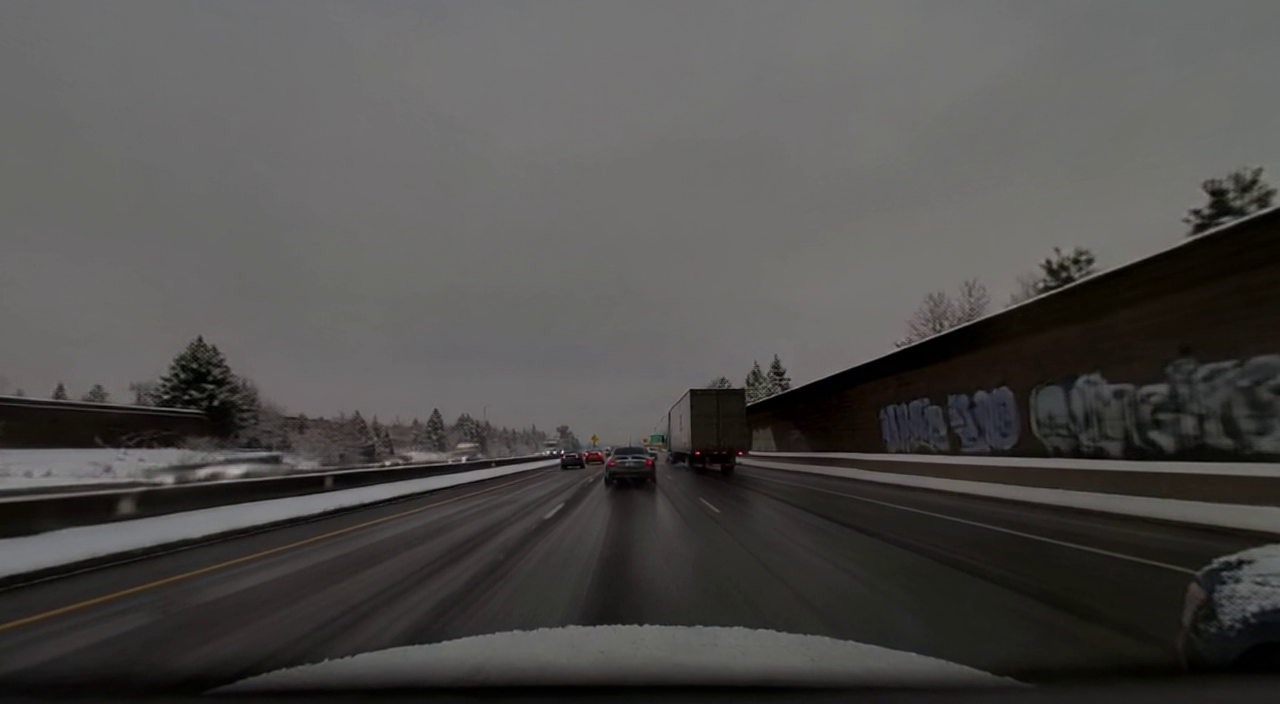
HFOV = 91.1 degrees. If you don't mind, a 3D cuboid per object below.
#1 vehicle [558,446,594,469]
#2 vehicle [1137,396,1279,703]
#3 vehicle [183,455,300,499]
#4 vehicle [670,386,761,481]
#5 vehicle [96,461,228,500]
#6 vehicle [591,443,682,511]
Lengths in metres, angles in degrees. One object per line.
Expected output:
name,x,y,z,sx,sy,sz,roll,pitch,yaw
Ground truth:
vehicle,-4.344,7.240,43.295,2.067,1.481,4.085,-1,-9,0
vehicle,3.400,0.640,0.552,1.996,1.497,4.754,0,-9,0
vehicle,-14.951,4.675,23.905,1.908,1.458,4.057,0,-9,-3
vehicle,3.554,4.526,34.003,2.902,4.014,14.446,0,-9,-1
vehicle,-20.875,5.603,27.762,2.070,1.453,4.840,0,-9,-1
vehicle,-0.144,3.096,16.096,2.033,1.468,4.015,0,-9,-2
